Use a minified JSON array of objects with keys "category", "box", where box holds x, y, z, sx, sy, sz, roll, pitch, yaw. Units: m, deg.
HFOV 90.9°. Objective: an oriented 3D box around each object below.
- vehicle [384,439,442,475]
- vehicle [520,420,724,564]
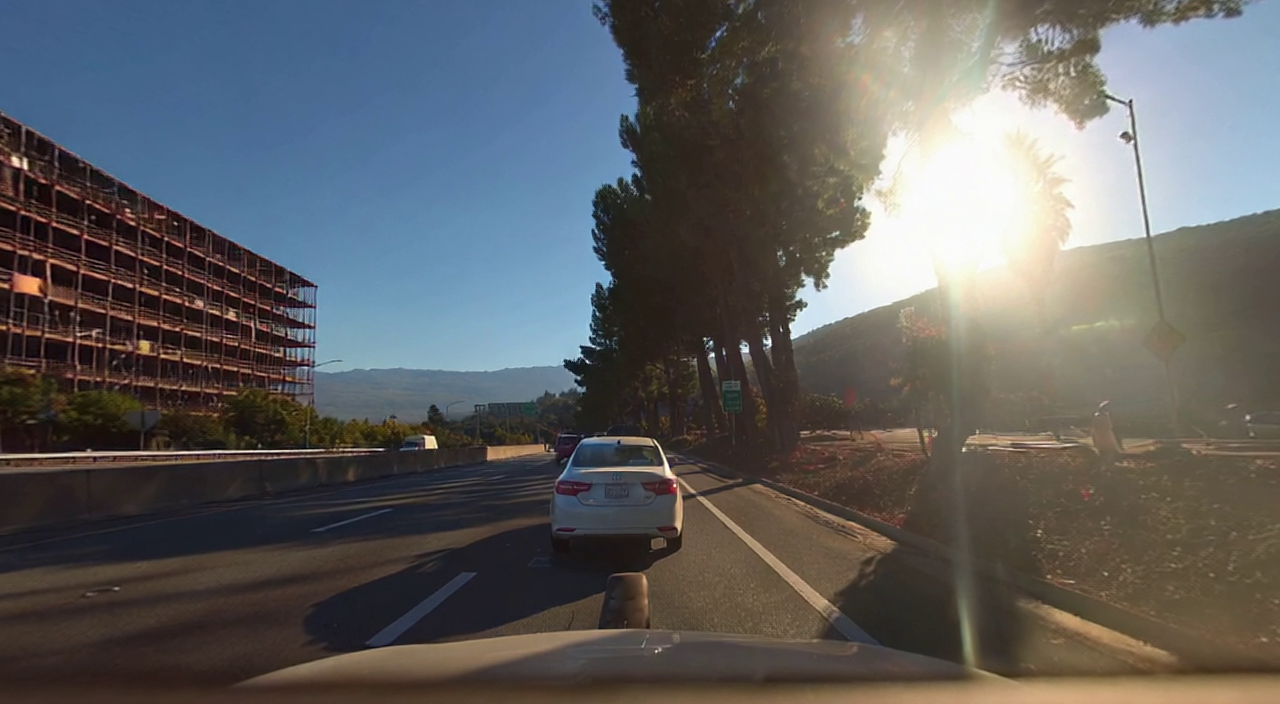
[{"category":"vehicle","box":[-10.366,4.702,28.566,2.072,1.465,4.394,4,-9,-24]},{"category":"vehicle","box":[-0.188,1.765,8.661,2.112,1.482,4.076,0,-8,0]}]
